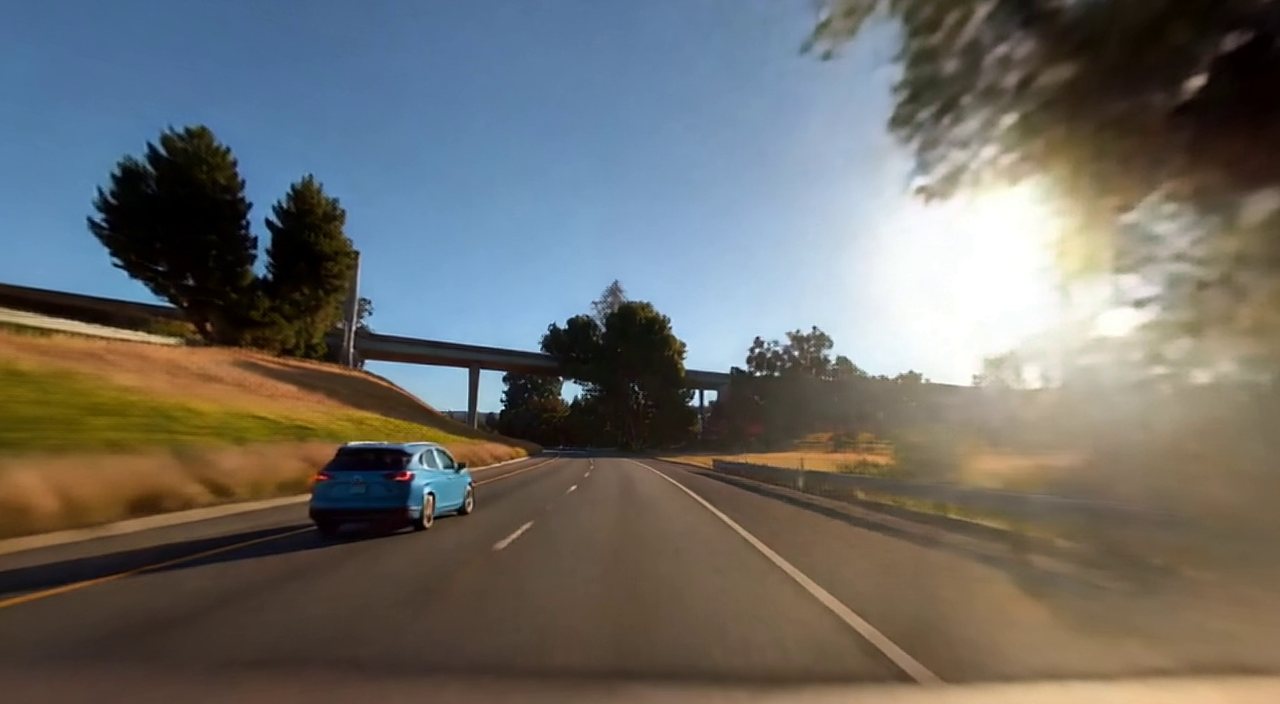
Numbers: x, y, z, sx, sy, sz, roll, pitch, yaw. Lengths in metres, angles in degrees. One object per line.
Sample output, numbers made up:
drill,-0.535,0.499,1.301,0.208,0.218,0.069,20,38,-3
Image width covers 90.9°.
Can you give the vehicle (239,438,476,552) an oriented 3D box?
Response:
vehicle,-4.387,2.264,10.743,1.968,1.503,4.443,0,-9,0
